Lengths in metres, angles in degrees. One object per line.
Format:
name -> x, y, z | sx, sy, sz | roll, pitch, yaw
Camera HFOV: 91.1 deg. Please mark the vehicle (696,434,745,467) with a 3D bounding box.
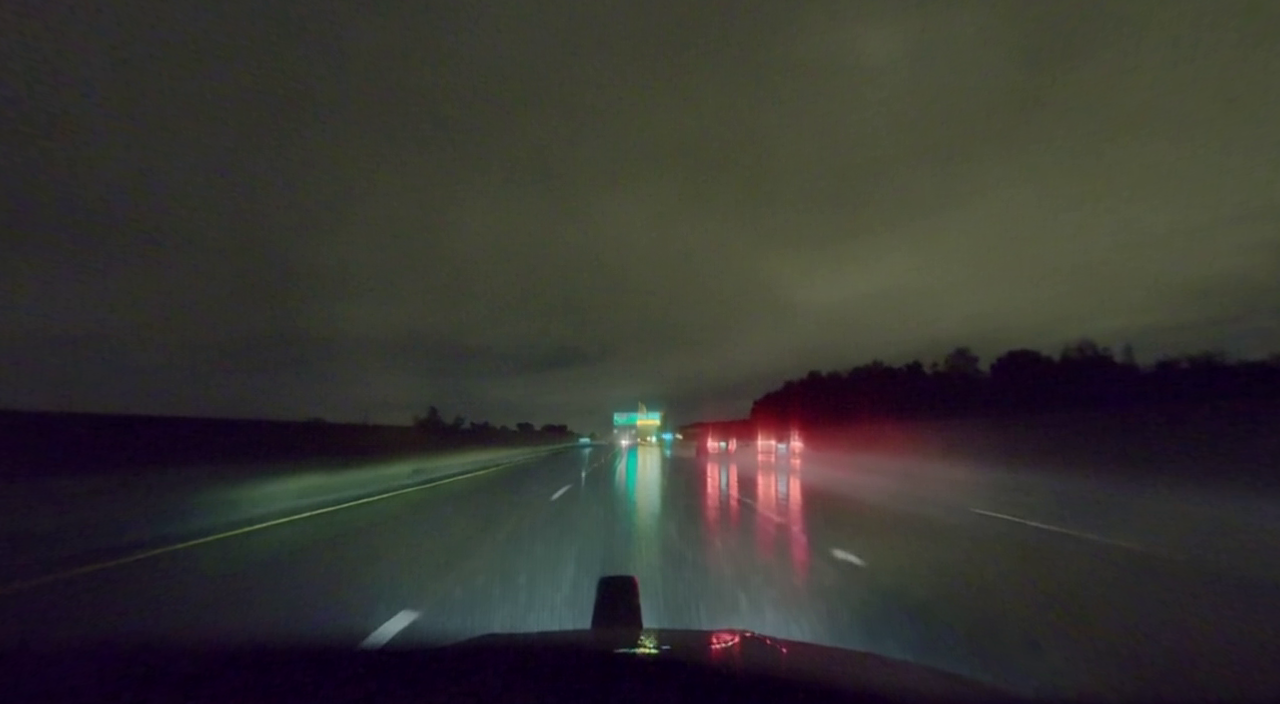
vehicle -> 3.826, 4.735, 30.433 | 1.802, 1.492, 3.804 | 0, -8, -1
